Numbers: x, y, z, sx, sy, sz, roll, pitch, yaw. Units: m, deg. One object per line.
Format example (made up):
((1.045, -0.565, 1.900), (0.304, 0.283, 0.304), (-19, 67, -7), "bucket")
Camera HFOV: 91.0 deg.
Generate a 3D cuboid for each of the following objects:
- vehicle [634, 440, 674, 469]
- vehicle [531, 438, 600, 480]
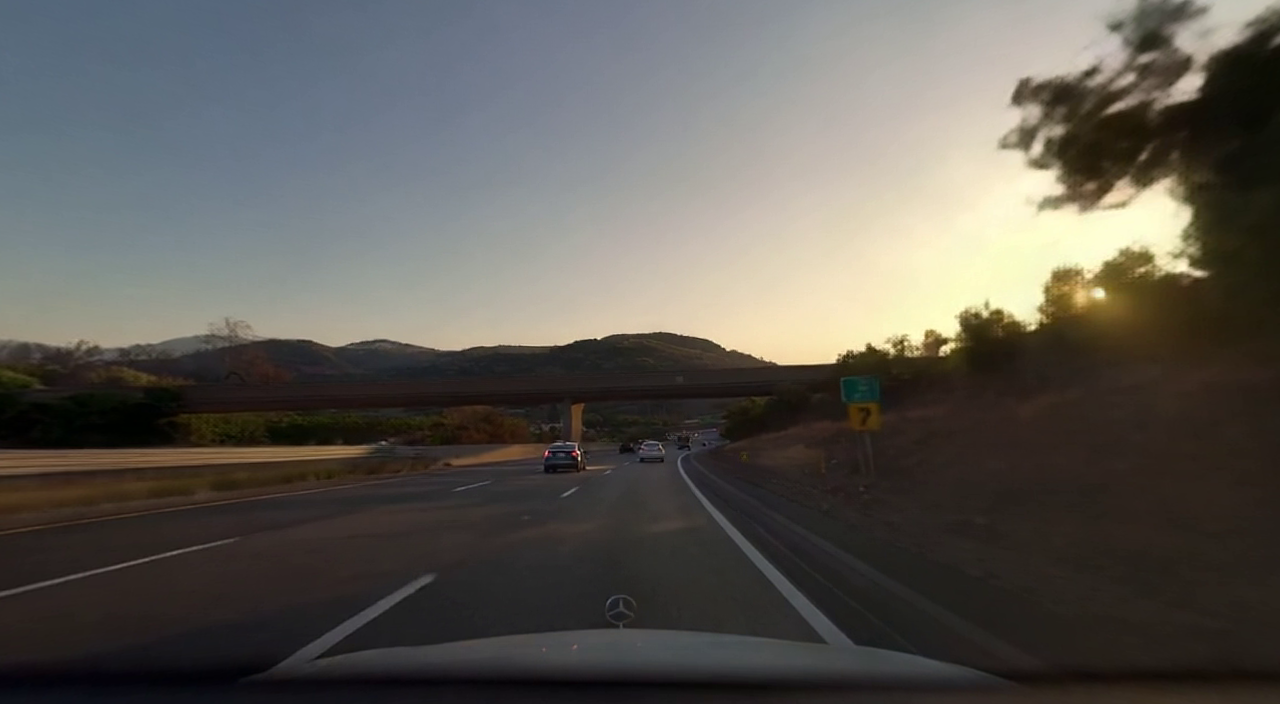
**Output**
((0.845, 5.824, 35.911), (2.129, 1.502, 4.321), (-1, -9, 3), "vehicle")
((-2.990, 4.421, 26.263), (2.129, 1.563, 4.387), (-1, -9, 3), "vehicle")
